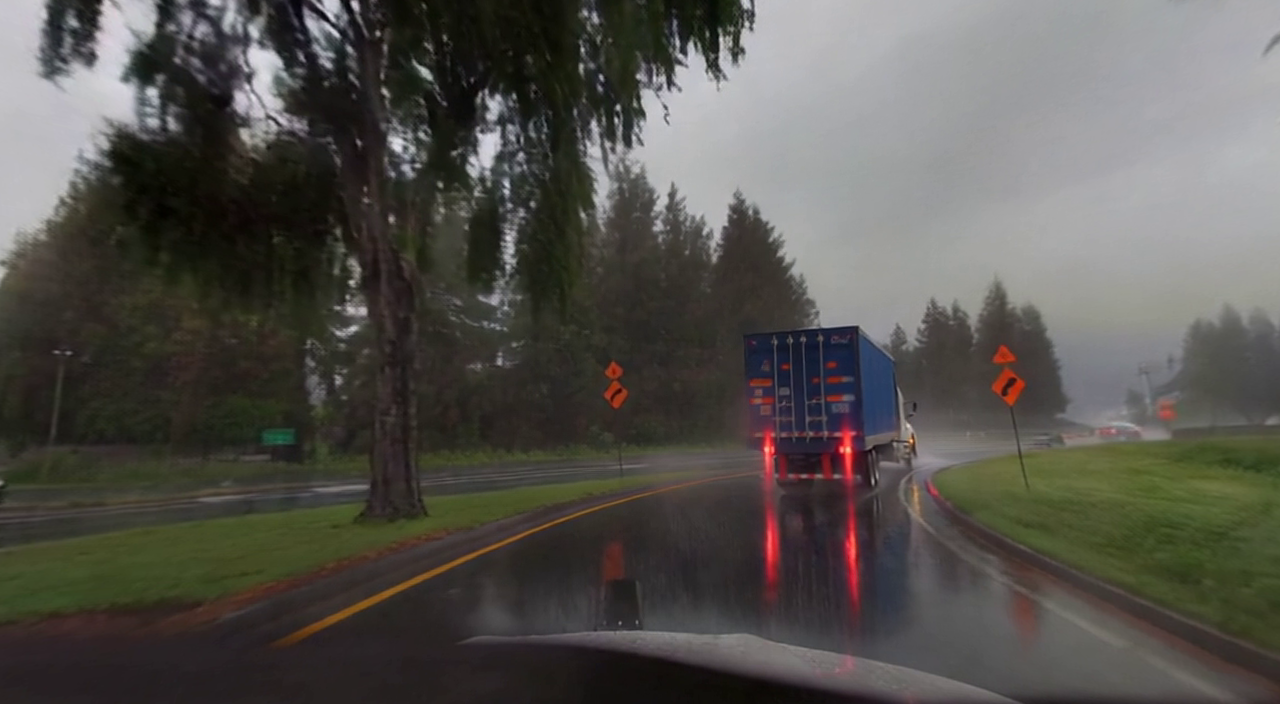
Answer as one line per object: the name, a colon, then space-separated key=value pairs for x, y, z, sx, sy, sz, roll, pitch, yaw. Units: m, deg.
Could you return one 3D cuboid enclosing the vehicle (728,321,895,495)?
vehicle: x=5.357 y=1.786 z=18.045 sx=2.937 sy=3.647 sz=9.344 roll=-4 pitch=-9 yaw=24
